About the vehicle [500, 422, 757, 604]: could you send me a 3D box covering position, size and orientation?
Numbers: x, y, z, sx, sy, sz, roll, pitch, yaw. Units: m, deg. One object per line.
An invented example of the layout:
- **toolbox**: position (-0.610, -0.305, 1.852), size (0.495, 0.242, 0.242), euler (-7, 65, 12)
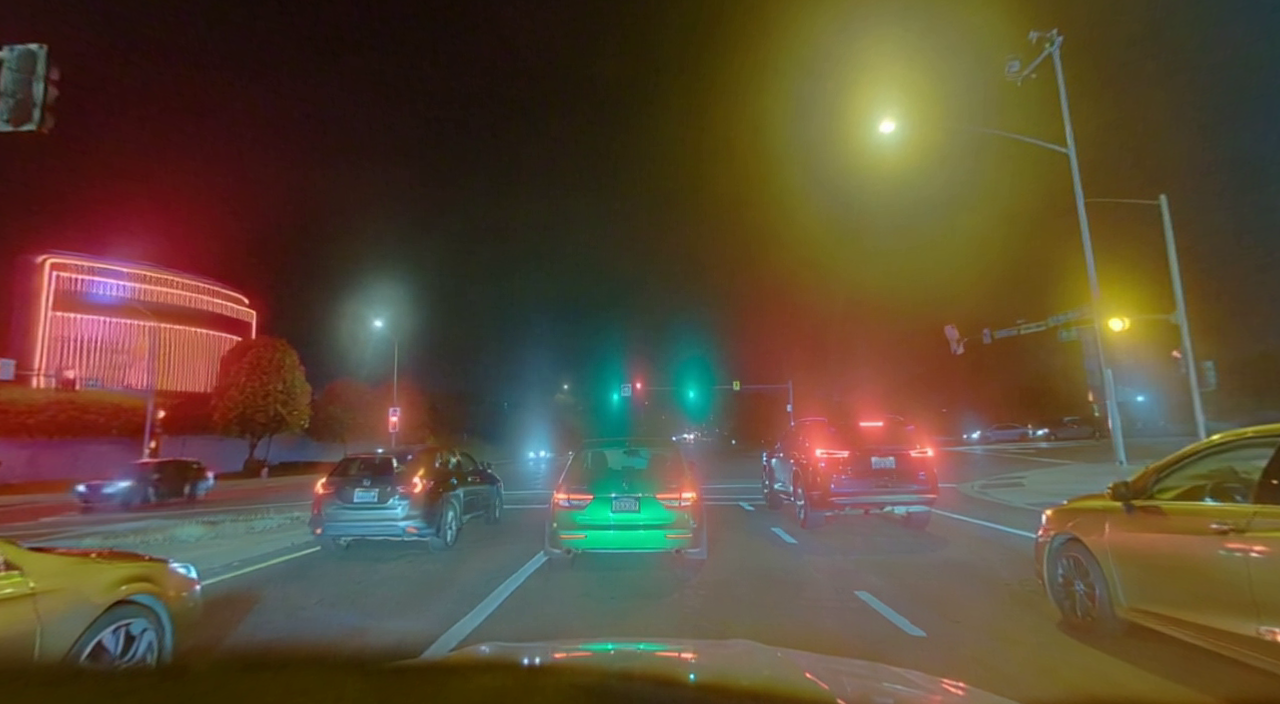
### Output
- **vehicle**: position (-0.124, 1.654, 7.395), size (2.140, 1.499, 4.119), euler (0, -8, -1)

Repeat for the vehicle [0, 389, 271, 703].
- **vehicle**: position (-3.469, 0.846, 1.847), size (2.016, 1.547, 4.414), euler (0, -8, 1)

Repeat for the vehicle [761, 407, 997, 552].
- **vehicle**: position (3.318, 1.866, 9.838), size (1.992, 1.744, 4.183), euler (0, -8, 0)

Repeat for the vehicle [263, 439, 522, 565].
- **vehicle**: position (-3.293, 2.073, 9.552), size (1.995, 1.436, 4.373), euler (-1, -8, 3)

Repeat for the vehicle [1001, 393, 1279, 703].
- **vehicle**: position (3.944, 0.974, 3.106), size (1.800, 1.519, 4.198), euler (0, -8, 0)
